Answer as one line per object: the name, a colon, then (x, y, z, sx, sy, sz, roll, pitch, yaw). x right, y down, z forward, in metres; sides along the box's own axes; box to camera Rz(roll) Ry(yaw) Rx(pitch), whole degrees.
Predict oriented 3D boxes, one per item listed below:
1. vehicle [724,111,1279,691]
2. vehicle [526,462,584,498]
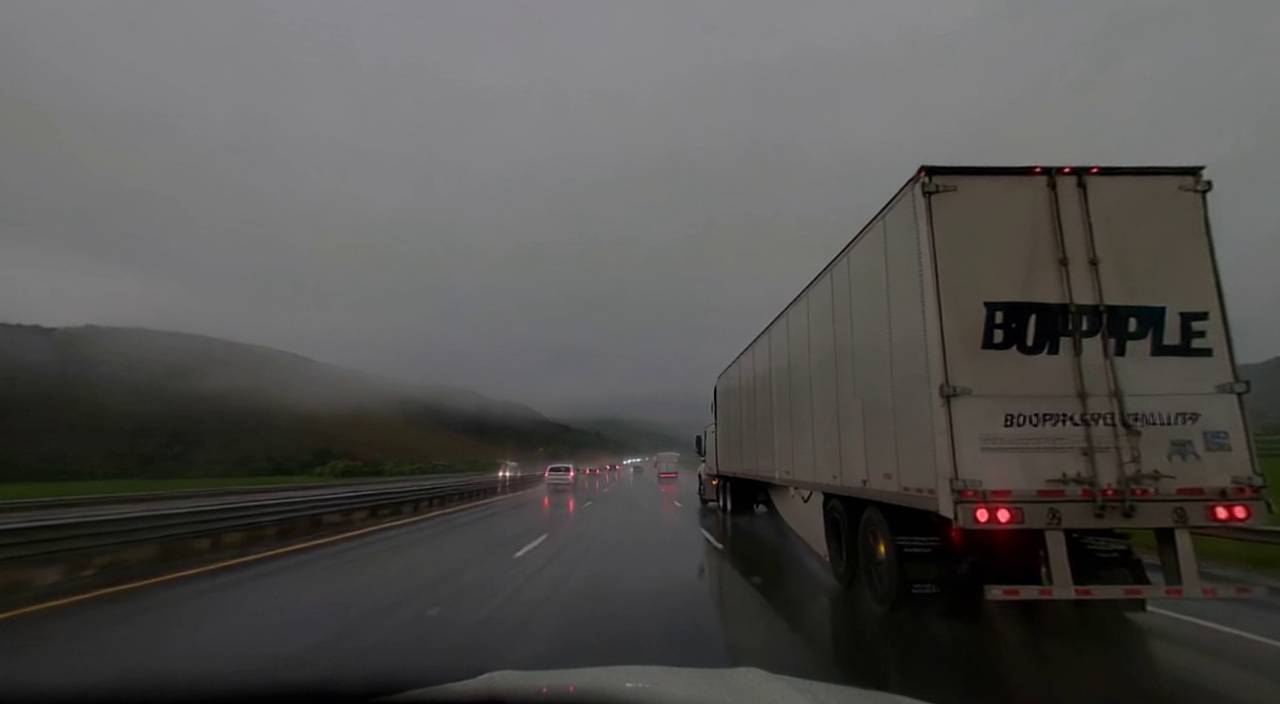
vehicle: (3.880, 1.469, 11.322, 2.839, 4.062, 14.051, 1, -11, 0)
vehicle: (-4.041, 6.243, 30.823, 2.088, 1.566, 4.853, 0, -11, 1)
